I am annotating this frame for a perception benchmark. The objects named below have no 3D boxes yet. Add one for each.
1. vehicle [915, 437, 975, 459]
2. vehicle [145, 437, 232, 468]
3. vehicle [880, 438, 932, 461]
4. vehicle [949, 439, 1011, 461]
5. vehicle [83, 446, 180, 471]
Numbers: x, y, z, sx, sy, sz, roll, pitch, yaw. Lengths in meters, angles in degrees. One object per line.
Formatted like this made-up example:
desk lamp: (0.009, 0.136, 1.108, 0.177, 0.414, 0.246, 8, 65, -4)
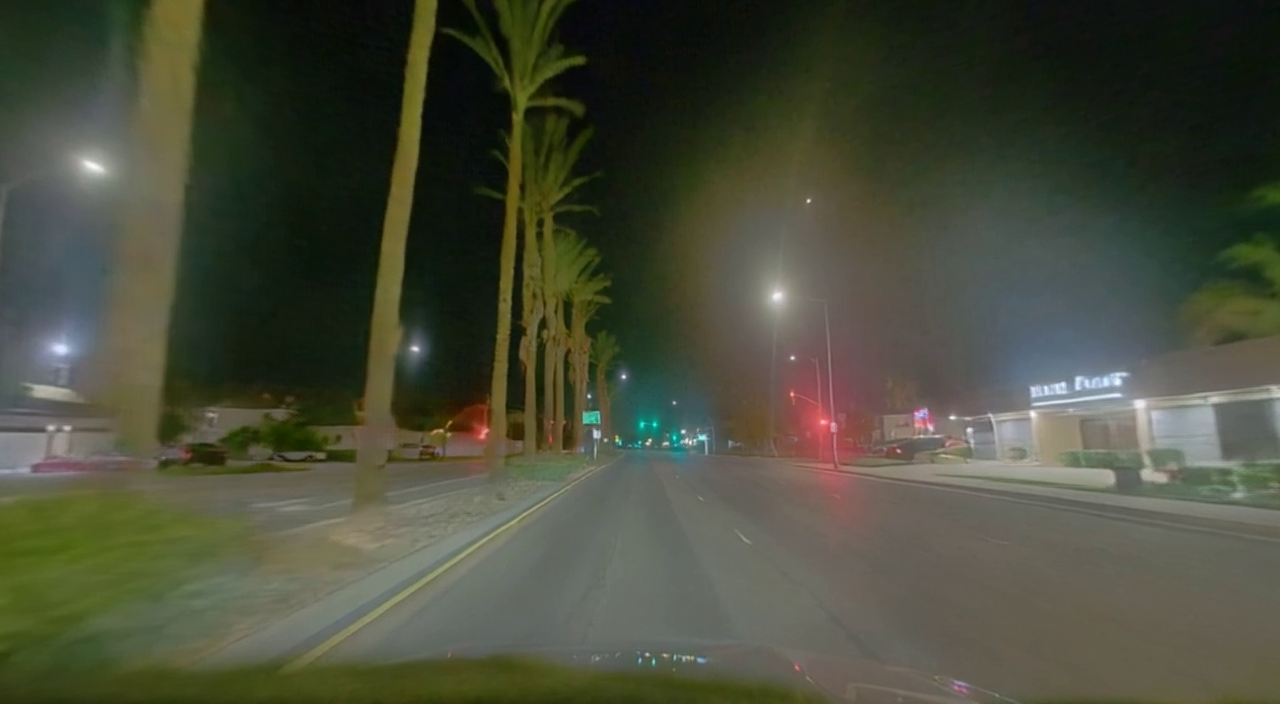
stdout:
vehicle: (21.424, 6.801, 44.530, 1.986, 1.454, 4.332, -1, -9, -1)
vehicle: (-31.691, 7.060, 44.440, 4.437, 2.070, 2.023, 0, -9, -1)
vehicle: (18.618, 6.822, 44.405, 1.852, 1.487, 3.896, -1, -8, -2)
vehicle: (24.116, 6.954, 44.978, 1.956, 1.517, 4.088, 0, -8, -2)
vehicle: (-31.581, 6.610, 39.310, 4.351, 1.430, 1.858, 0, -8, -2)
